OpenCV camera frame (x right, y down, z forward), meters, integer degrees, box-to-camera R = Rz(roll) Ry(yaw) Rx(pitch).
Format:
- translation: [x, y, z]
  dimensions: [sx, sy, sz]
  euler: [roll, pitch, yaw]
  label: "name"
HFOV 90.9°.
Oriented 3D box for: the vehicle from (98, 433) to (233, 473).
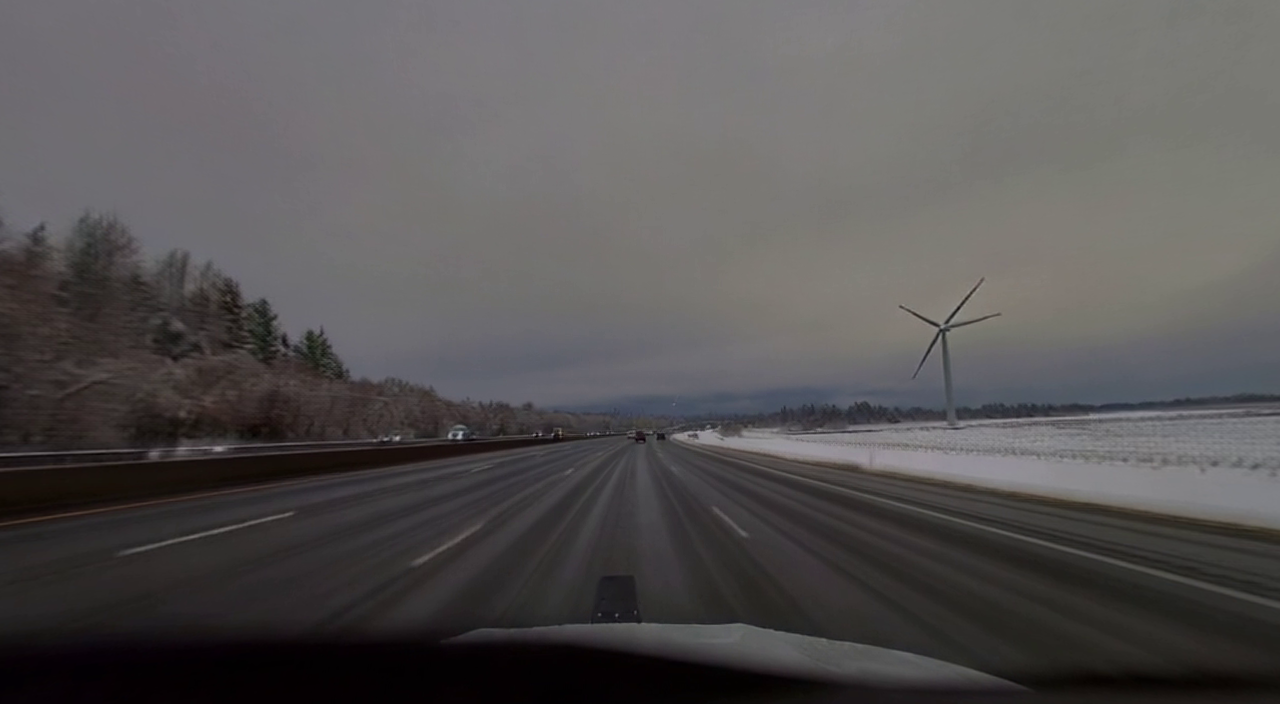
- translation: [-19.825, 4.197, 26.649]
  dimensions: [2.013, 1.505, 4.712]
  euler: [0, -8, 0]
  label: "vehicle"
